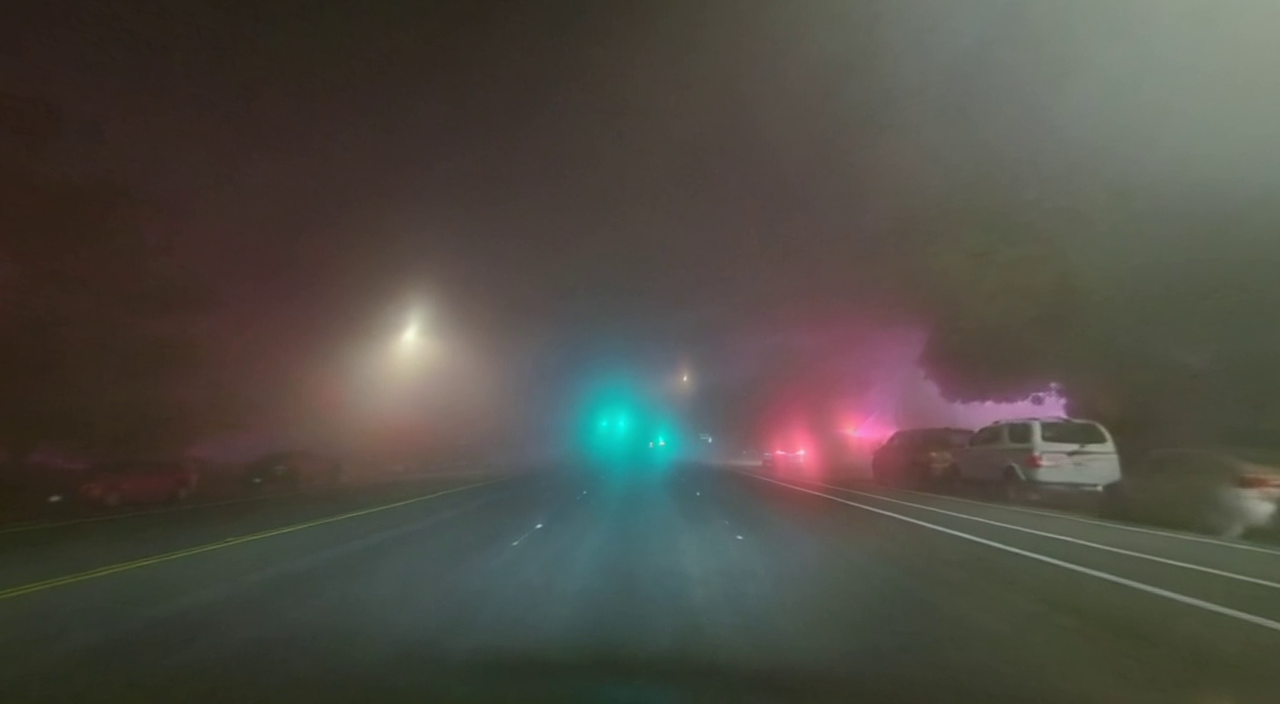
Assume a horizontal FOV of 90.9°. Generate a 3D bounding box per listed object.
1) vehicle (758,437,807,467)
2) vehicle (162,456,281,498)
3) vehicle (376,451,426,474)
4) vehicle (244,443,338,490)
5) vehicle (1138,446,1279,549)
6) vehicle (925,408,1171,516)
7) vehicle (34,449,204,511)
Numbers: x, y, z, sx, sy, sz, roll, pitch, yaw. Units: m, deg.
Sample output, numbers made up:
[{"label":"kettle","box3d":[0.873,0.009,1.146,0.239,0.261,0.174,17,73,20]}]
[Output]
[{"label":"vehicle","box3d":[10.112,7.155,45.169,2.091,1.962,5.091,1,-9,-2]},{"label":"vehicle","box3d":[-16.946,5.041,25.851,1.740,1.442,4.678,-1,-8,-1]},{"label":"vehicle","box3d":[-16.905,7.825,44.802,1.891,1.474,4.437,-1,-8,-2]},{"label":"vehicle","box3d":[-16.974,5.536,30.972,2.046,1.945,4.688,-1,-7,-2]},{"label":"vehicle","box3d":[9.837,2.054,8.967,1.841,1.424,4.437,0,-9,0]},{"label":"vehicle","box3d":[9.599,2.668,15.723,2.115,2.151,5.826,1,-9,-1]},{"label":"vehicle","box3d":[-17.084,4.168,21.057,1.913,1.744,4.478,0,-8,-2]}]
